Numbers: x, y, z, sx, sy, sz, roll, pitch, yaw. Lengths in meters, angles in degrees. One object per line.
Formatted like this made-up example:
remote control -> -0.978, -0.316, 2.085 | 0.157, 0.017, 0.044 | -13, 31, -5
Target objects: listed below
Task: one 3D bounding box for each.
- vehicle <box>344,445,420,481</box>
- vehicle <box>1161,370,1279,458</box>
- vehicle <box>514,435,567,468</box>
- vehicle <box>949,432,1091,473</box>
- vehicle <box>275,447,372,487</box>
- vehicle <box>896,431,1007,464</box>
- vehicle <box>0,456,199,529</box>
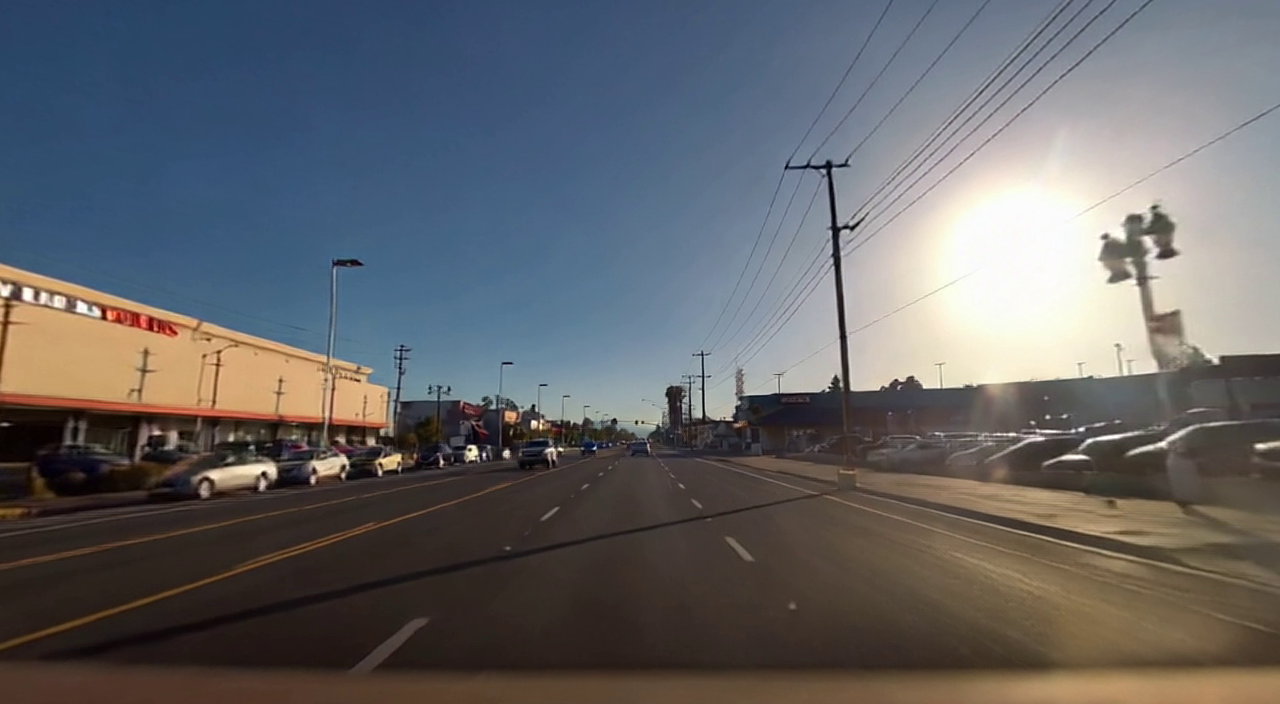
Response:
vehicle -> -13.521, 5.826, 33.471 | 1.793, 1.534, 5.400 | -2, -7, 0
vehicle -> 29.528, 2.896, 28.893 | 8.821, 3.745, 2.909 | 0, -8, -3
vehicle -> -5.774, 5.817, 37.225 | 2.180, 1.805, 5.170 | 0, -8, 1
vehicle -> 15.071, 3.994, 25.250 | 4.396, 1.412, 1.858 | -2, -6, 3
vehicle -> -13.722, 4.956, 27.713 | 1.901, 1.552, 4.541 | 0, -8, 0
vehicle -> 15.006, 4.617, 30.616 | 4.300, 1.431, 1.937 | -1, -7, 1
vehicle -> -13.639, 3.403, 15.882 | 1.791, 1.377, 4.807 | -2, -8, -2
